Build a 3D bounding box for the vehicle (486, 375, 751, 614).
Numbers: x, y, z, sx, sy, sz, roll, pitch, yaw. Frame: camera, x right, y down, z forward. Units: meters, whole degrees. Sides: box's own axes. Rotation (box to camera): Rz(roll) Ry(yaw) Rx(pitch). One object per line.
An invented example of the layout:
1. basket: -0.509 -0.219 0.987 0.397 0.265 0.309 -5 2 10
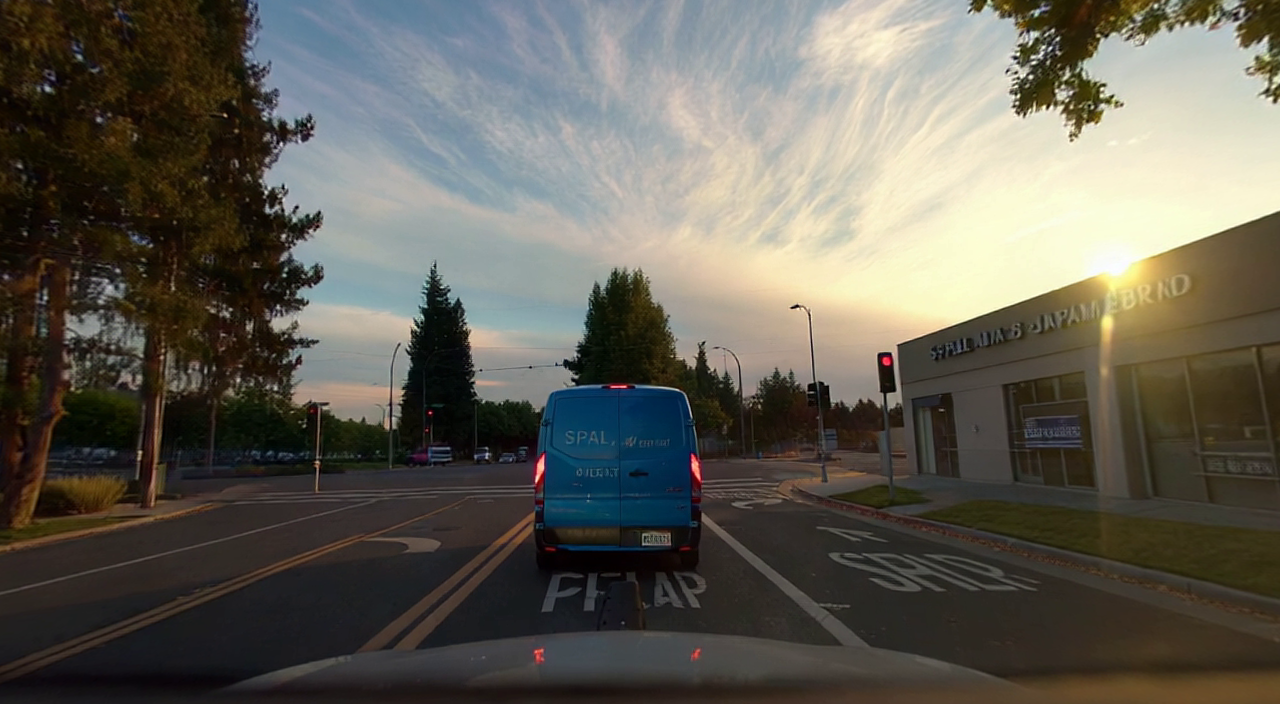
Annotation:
1. vehicle: -0.297 1.477 7.281 2.181 1.949 3.932 1 -9 -4
